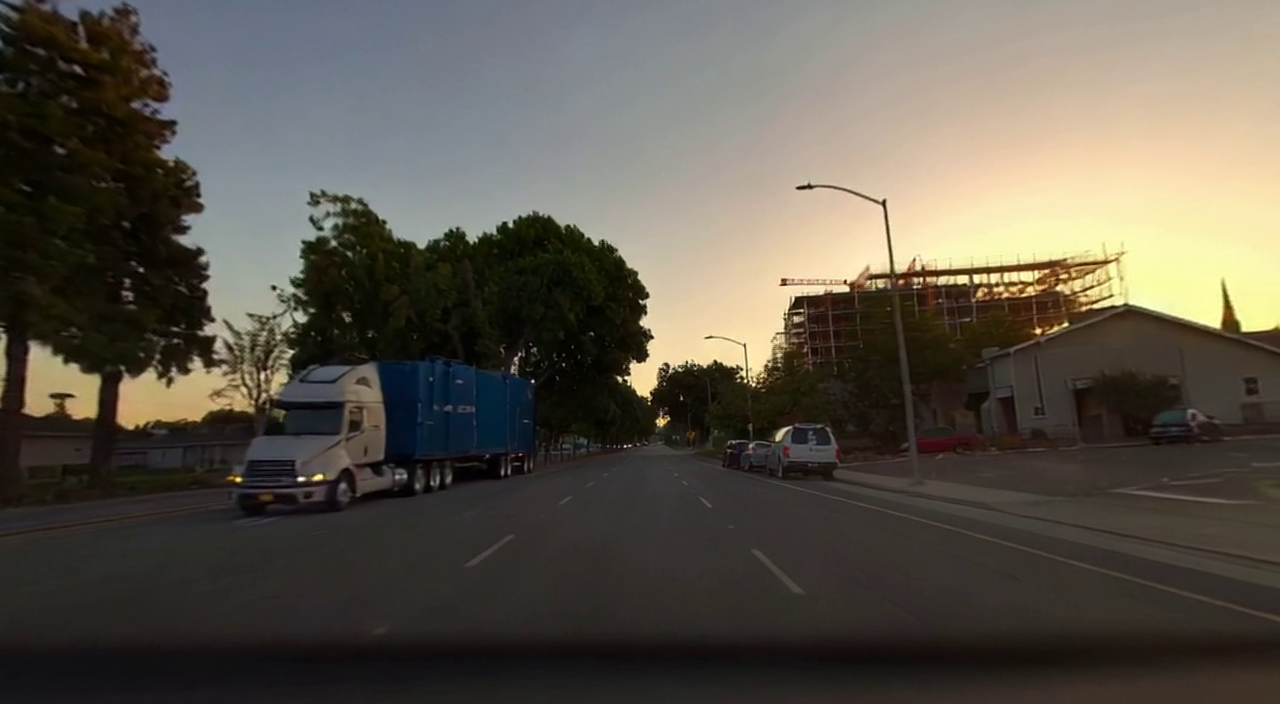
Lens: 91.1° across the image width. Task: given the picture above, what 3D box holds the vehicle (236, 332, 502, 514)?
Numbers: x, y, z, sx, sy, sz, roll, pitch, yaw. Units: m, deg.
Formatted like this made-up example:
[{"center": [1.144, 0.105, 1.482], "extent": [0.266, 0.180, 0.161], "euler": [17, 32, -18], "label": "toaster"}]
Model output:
[{"center": [-7.081, 2.304, 19.129], "extent": [3.071, 3.982, 10.729], "euler": [0, -8, 1], "label": "vehicle"}]

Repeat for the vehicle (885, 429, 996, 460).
[{"center": [15.943, 4.935, 33.463], "extent": [4.775, 1.610, 2.147], "euler": [0, -8, -3], "label": "vehicle"}]

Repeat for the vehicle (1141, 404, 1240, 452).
[{"center": [23.118, 3.304, 26.605], "extent": [2.078, 1.823, 5.181], "euler": [-5, -10, 30], "label": "vehicle"}]

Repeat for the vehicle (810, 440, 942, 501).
[{"center": [6.530, 3.309, 18.028], "extent": [1.933, 1.488, 4.736], "euler": [0, -8, 0], "label": "vehicle"}]

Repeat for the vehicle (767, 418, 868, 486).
[{"center": [6.611, 3.823, 24.195], "extent": [2.233, 2.269, 5.757], "euler": [0, -8, 1], "label": "vehicle"}]
